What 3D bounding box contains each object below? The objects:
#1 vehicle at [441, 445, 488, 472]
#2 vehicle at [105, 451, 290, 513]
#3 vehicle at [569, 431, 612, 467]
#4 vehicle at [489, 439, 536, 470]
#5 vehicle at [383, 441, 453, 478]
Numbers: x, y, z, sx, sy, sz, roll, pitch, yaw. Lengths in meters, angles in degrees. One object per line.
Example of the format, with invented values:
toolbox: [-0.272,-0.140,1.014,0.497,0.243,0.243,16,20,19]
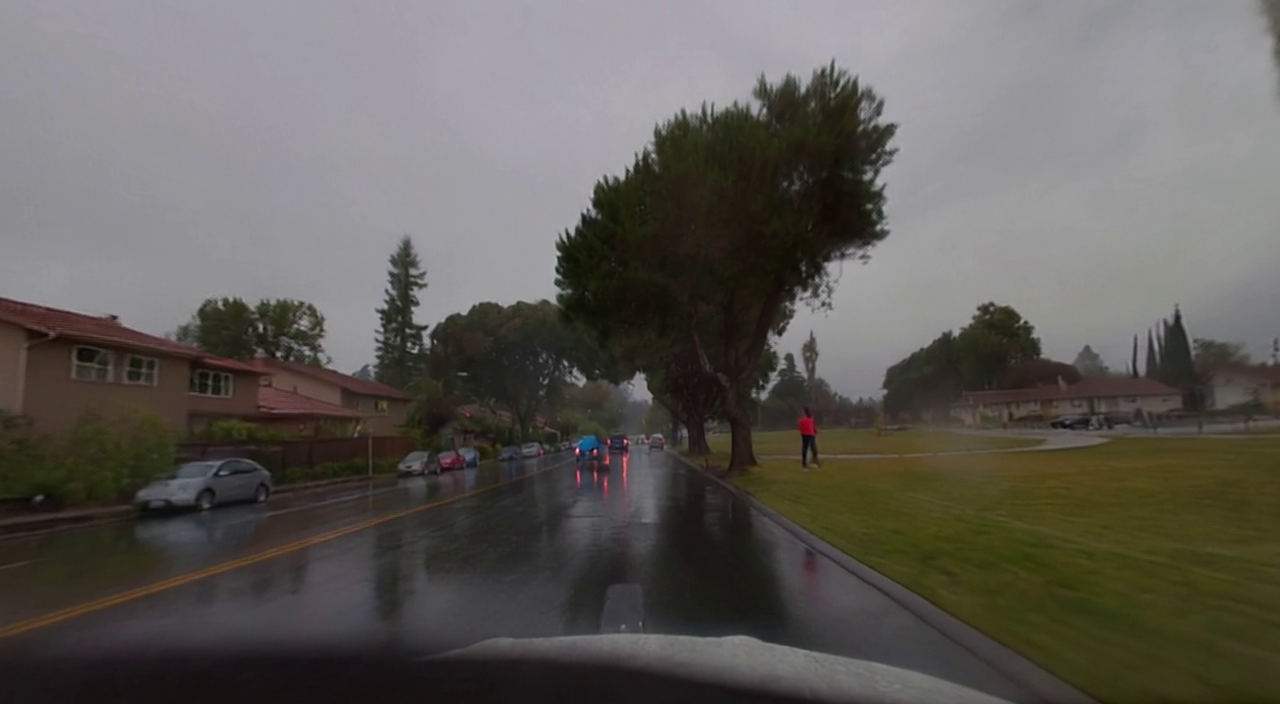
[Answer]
vehicle: [-11.638,7.057,41.917,1.910,1.462,4.581,-4,-7,-1]
vehicle: [-12.206,3.581,17.820,1.887,1.469,4.691,0,-9,-1]
vehicle: [-2.632,5.251,34.225,1.908,1.809,4.230,0,-8,2]
vehicle: [-8.451,6.799,41.991,2.019,1.907,4.697,0,-8,2]
vehicle: [-11.691,5.646,33.429,1.904,1.728,4.997,1,-8,-1]
